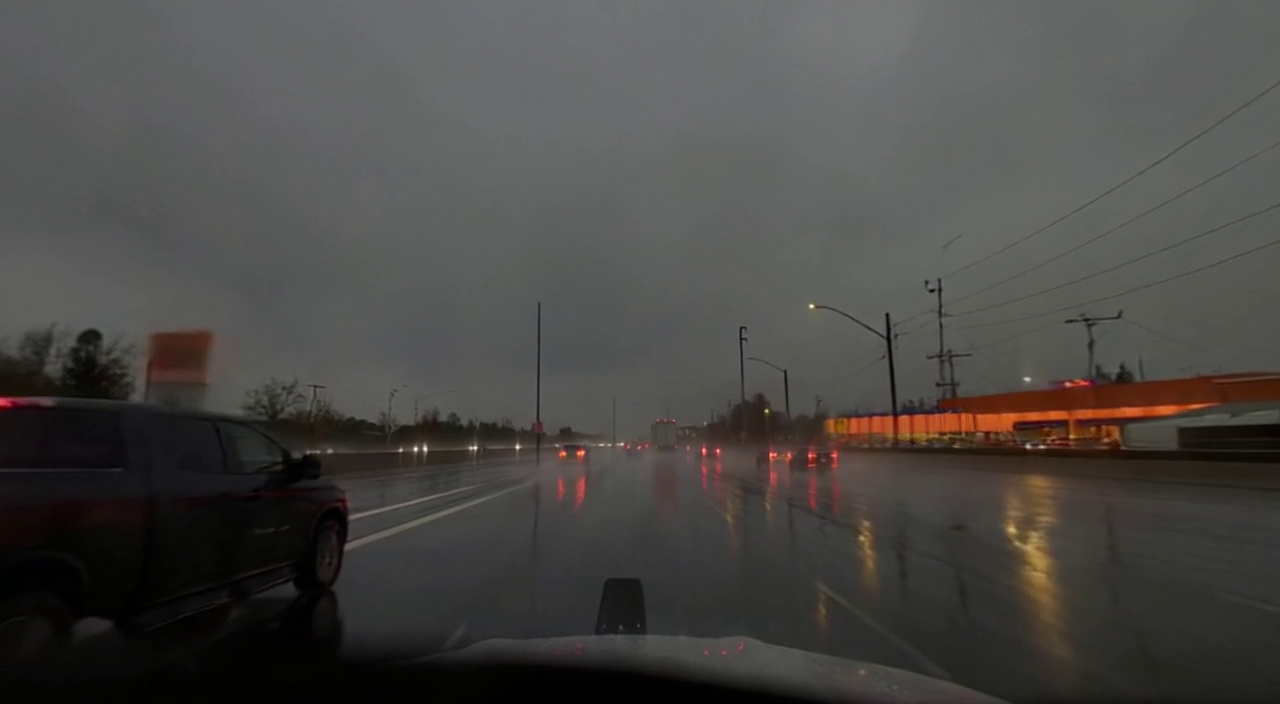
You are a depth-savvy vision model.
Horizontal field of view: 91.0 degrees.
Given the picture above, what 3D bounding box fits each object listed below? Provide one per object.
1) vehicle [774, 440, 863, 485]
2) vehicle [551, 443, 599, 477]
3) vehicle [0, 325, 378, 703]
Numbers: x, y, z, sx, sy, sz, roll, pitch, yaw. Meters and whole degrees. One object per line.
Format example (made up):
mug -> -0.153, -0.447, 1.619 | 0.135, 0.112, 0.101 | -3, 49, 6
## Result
vehicle -> 6.613, 4.134, 23.858 | 1.980, 1.501, 4.433 | 0, -9, -1
vehicle -> -3.045, 5.191, 30.449 | 1.929, 1.521, 4.097 | 0, -9, 0
vehicle -> -3.533, 0.959, 3.469 | 2.130, 1.799, 4.583 | 0, -9, 1
